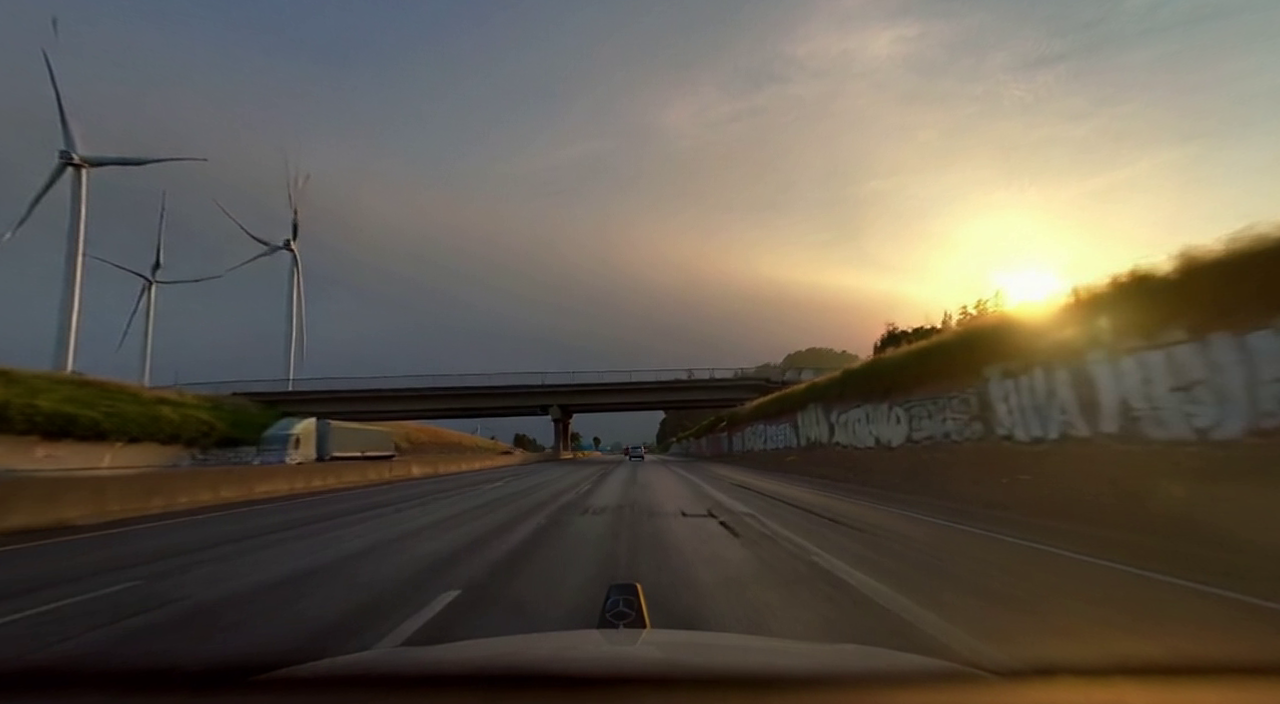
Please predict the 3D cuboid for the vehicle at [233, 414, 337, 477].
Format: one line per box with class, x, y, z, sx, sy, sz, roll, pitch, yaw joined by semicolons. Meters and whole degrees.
vehicle;-23.007;6.175;41.372;3.227;3.793;6.009;0;-9;-1
